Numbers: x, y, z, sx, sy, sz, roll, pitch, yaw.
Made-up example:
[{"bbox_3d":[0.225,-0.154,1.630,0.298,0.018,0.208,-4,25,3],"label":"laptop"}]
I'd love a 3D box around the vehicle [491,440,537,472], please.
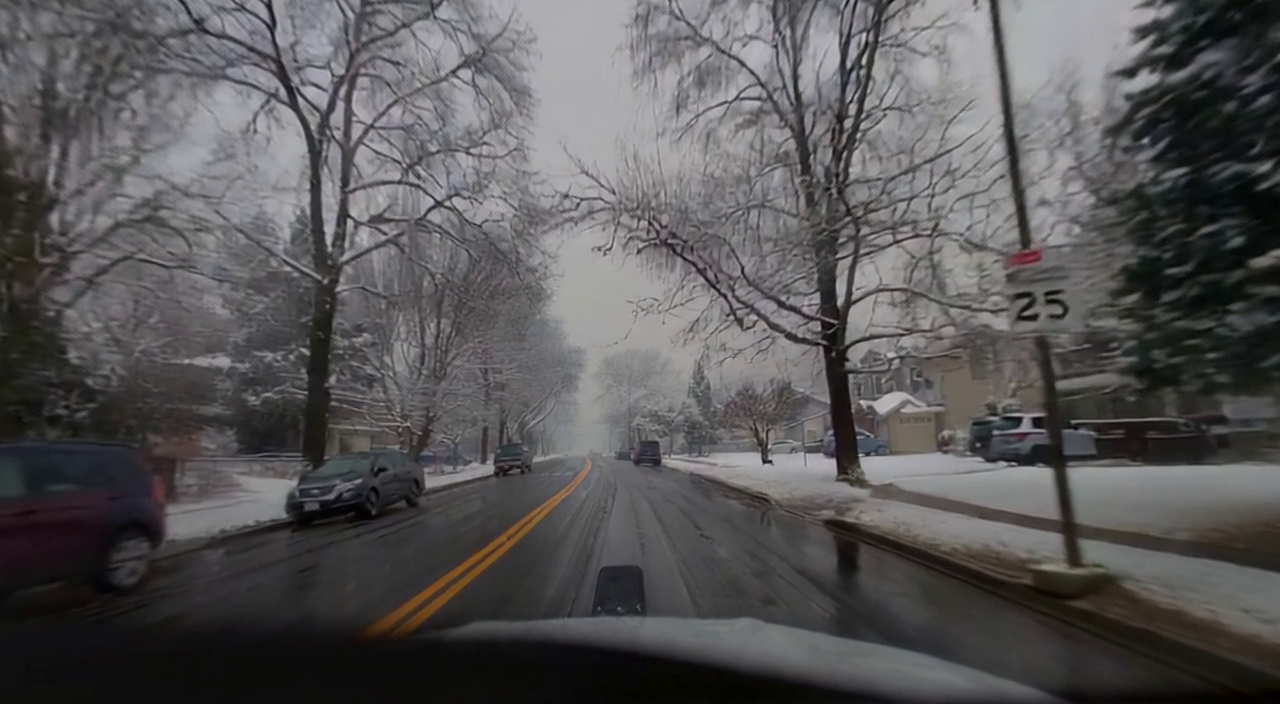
[{"bbox_3d":[-7.797,6.545,39.616,2.102,1.801,5.574,-1,-9,-4],"label":"vehicle"}]

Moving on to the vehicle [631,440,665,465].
[{"bbox_3d":[0.543,7.149,45.119,2.007,1.702,4.430,0,-8,-5],"label":"vehicle"}]

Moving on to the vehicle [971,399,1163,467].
[{"bbox_3d":[12.932,2.511,19.376,4.392,1.944,1.917,0,-9,-1],"label":"vehicle"}]

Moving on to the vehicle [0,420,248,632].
[{"bbox_3d":[-6.446,1.697,6.349,2.051,1.761,4.698,-3,-10,-1],"label":"vehicle"}]

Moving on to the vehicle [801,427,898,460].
[{"bbox_3d":[12.255,5.399,37.236,4.938,1.830,2.024,0,-9,-2],"label":"vehicle"}]

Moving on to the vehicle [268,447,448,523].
[{"bbox_3d":[-6.478,3.111,15.393,2.004,1.400,5.505,-2,-9,-2],"label":"vehicle"}]
